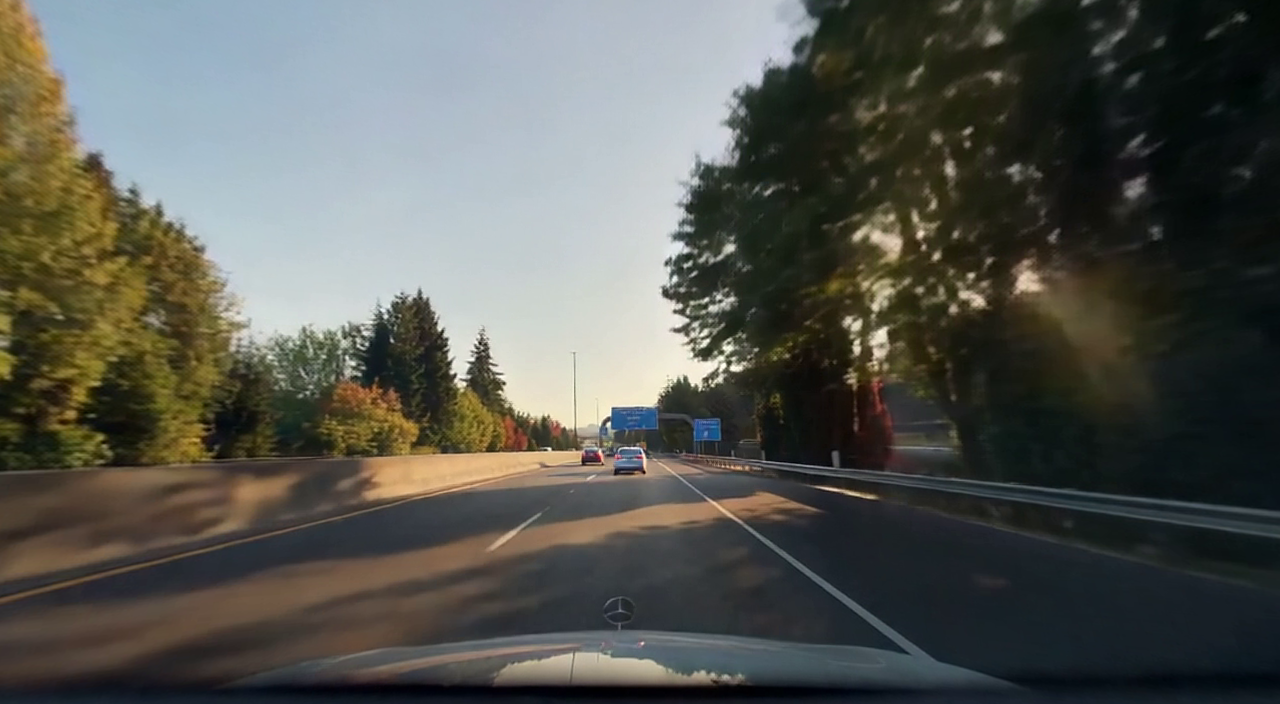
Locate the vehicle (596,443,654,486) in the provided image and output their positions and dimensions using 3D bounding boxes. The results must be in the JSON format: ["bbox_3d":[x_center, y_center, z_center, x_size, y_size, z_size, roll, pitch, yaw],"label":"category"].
[{"bbox_3d":[-0.557,4.340,24.400,2.066,1.490,3.759,-1,-9,0],"label":"vehicle"}]
